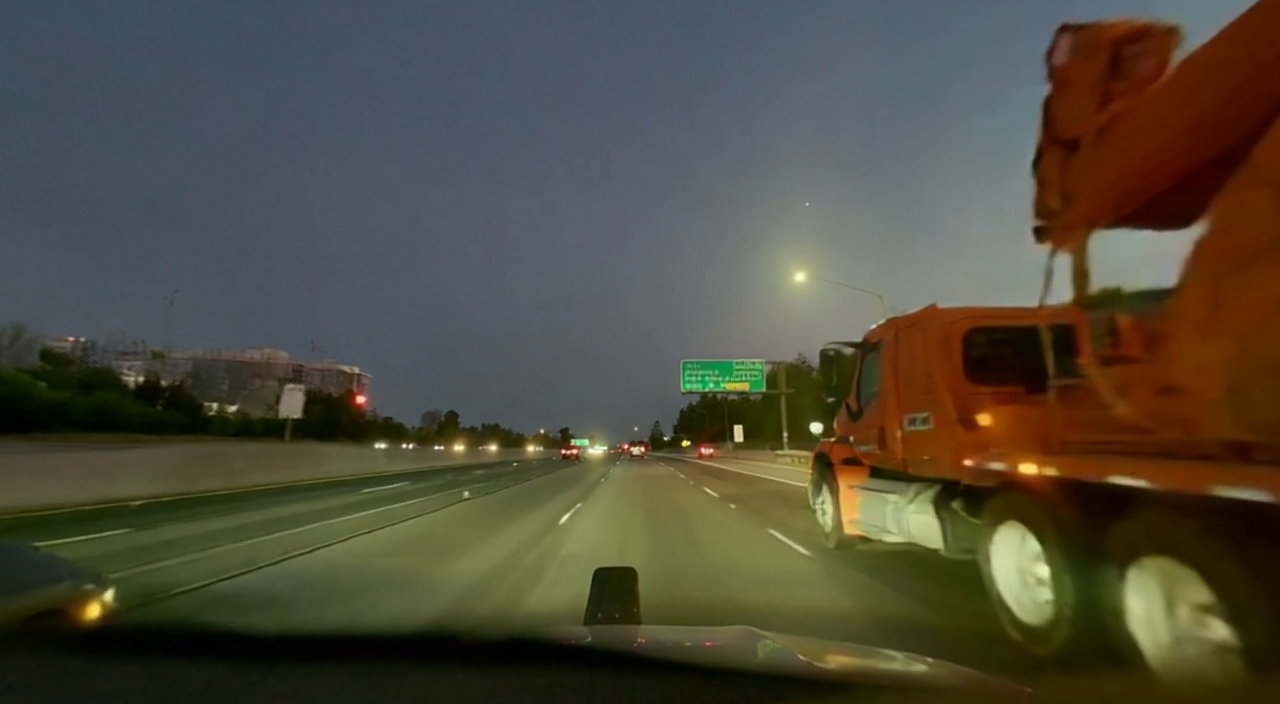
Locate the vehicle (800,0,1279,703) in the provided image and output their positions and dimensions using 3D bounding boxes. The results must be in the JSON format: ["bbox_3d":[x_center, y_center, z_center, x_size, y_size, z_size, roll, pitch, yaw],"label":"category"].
[{"bbox_3d":[3.860,0.193,3.815,2.966,3.586,10.563,0,-8,0],"label":"vehicle"}]
